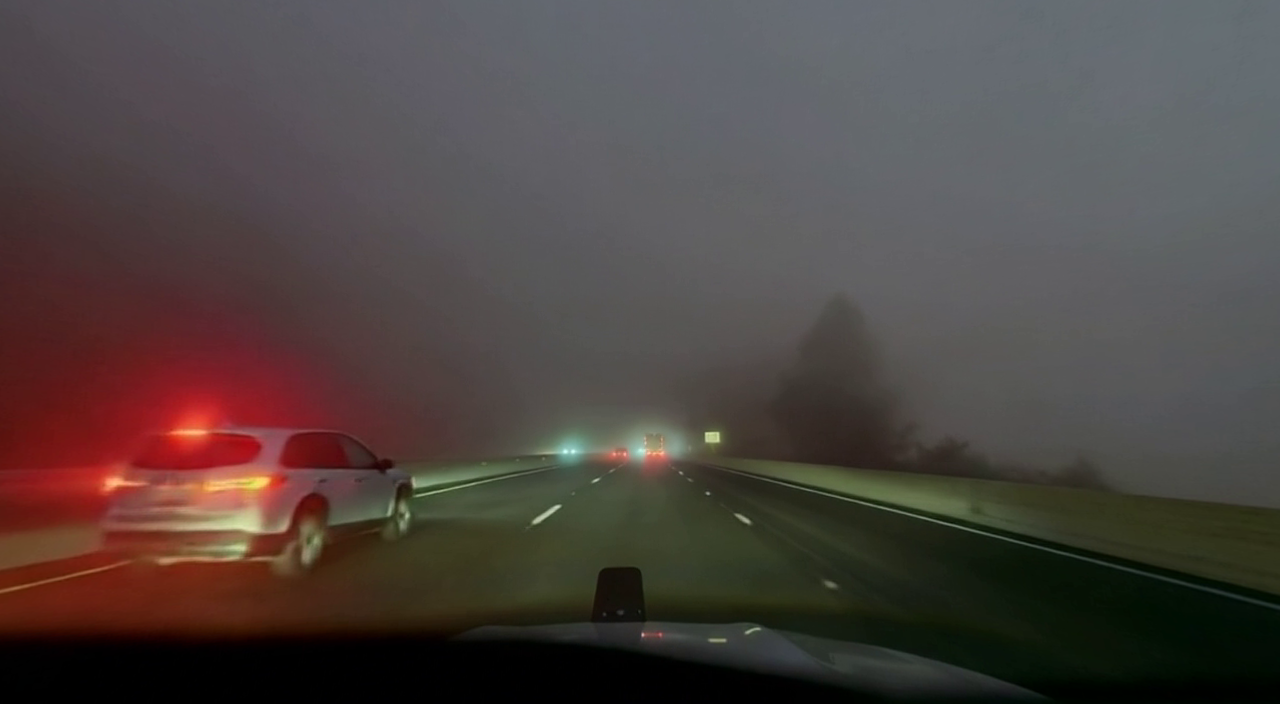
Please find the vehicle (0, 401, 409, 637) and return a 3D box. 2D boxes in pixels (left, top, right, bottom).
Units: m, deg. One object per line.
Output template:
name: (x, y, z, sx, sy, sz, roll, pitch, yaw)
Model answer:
vehicle: (-4.135, 1.445, 6.400, 2.035, 1.595, 4.022, 0, -9, 0)
